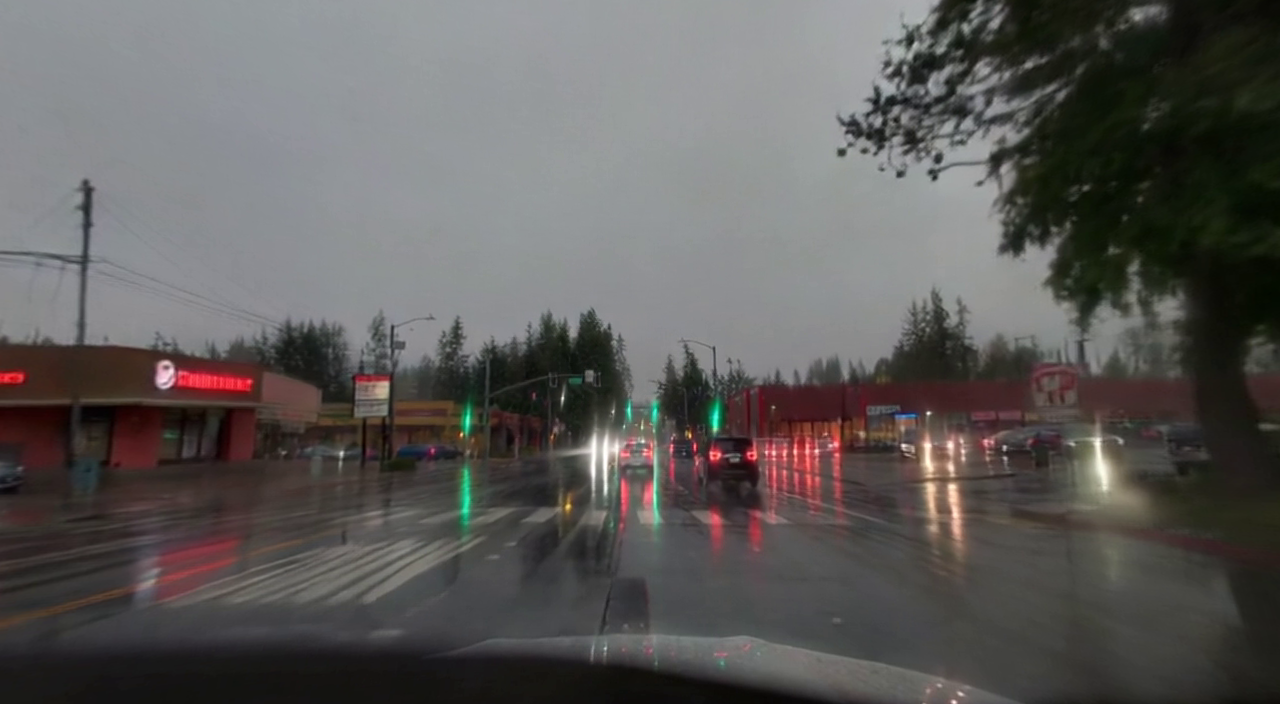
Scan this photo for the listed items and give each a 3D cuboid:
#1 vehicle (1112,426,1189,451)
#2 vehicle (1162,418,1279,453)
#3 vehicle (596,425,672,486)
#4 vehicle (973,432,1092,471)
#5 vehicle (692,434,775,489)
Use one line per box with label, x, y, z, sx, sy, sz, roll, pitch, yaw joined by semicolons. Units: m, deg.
vehicle;35.077;5.988;43.475;1.817;1.548;4.050;-2;-9;-1
vehicle;30.690;4.440;33.347;2.231;1.749;4.411;0;-8;-2
vehicle;-0.229;3.975;24.553;2.638;2.065;5.313;0;-8;0
vehicle;16.572;4.195;26.710;3.880;1.538;1.862;1;-8;-8
vehicle;3.293;3.966;23.260;2.276;1.787;4.630;0;-8;-1
